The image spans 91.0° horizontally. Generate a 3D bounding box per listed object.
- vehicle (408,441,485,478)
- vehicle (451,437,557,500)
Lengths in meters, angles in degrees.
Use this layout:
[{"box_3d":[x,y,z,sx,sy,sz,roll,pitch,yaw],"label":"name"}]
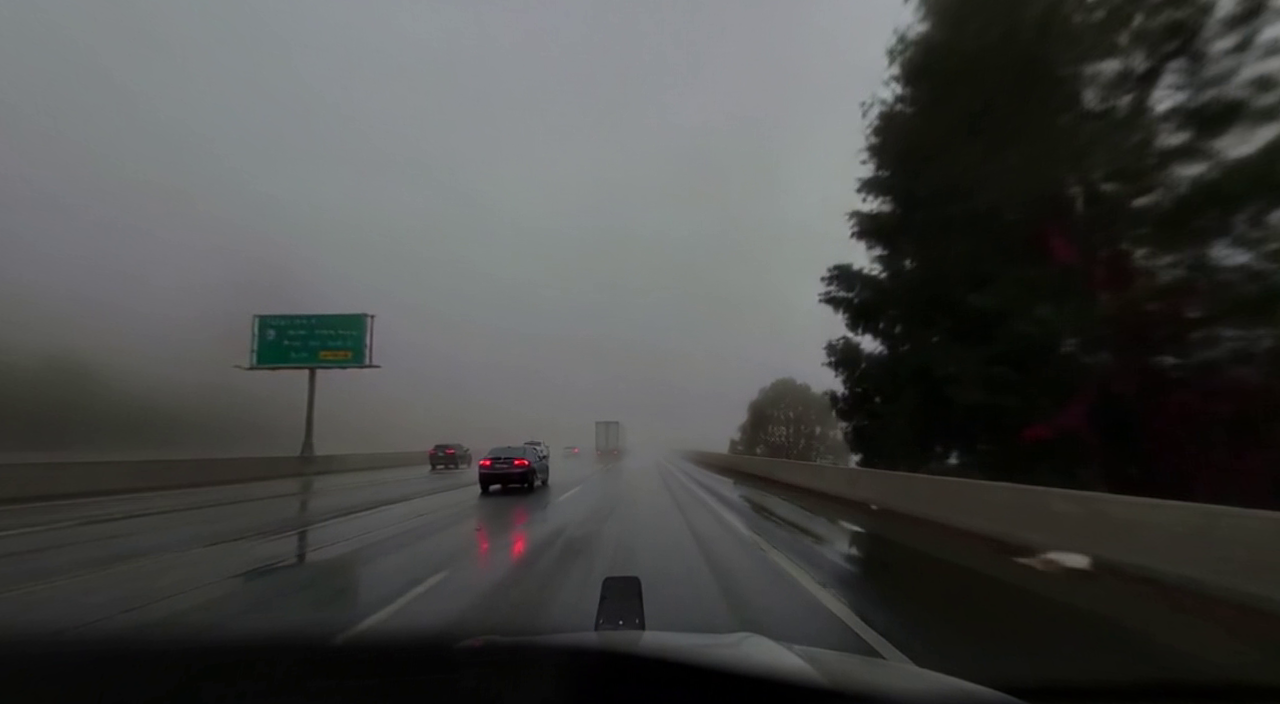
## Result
[{"box_3d":[-8.671,4.831,28.623,2.036,1.506,4.358,0,-9,1],"label":"vehicle"},{"box_3d":[-3.680,3.221,17.856,1.931,1.528,4.126,0,-8,2],"label":"vehicle"}]
